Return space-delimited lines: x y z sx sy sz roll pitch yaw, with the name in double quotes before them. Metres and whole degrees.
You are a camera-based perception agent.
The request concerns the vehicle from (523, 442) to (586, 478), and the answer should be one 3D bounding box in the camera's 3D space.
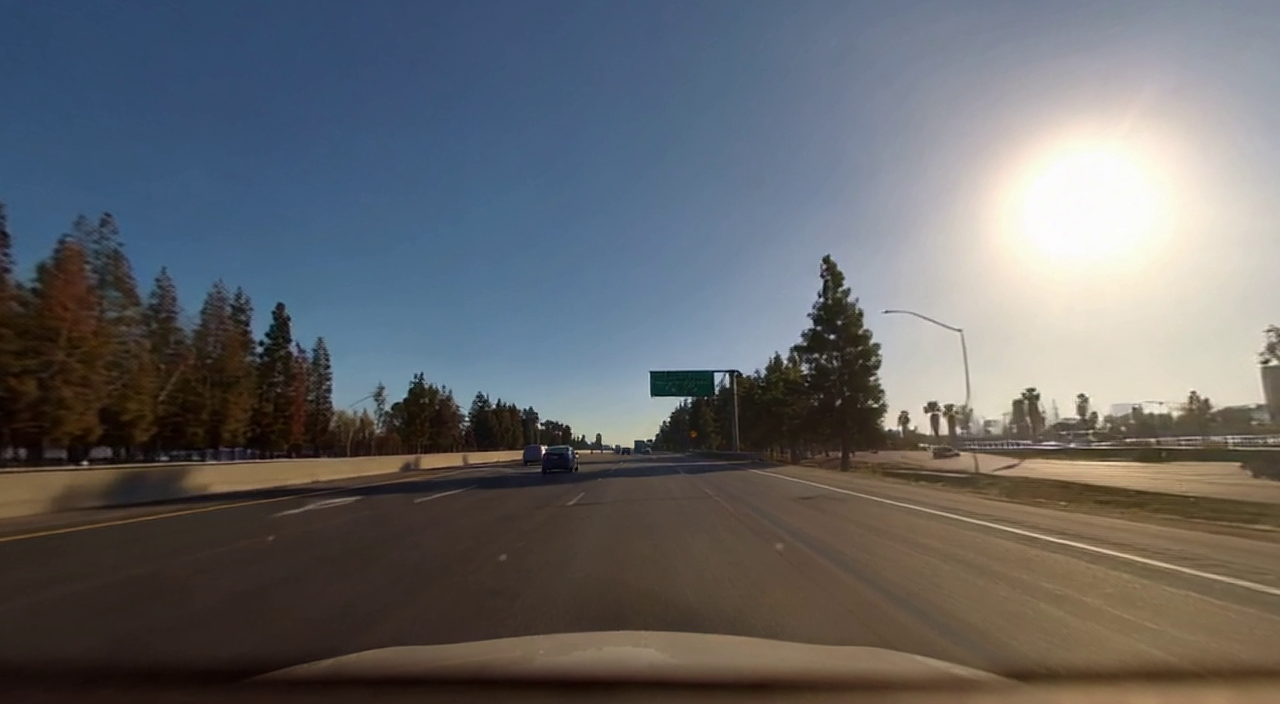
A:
"vehicle" -3.682 4.705 27.779 2.128 1.450 4.078 0 -8 1
